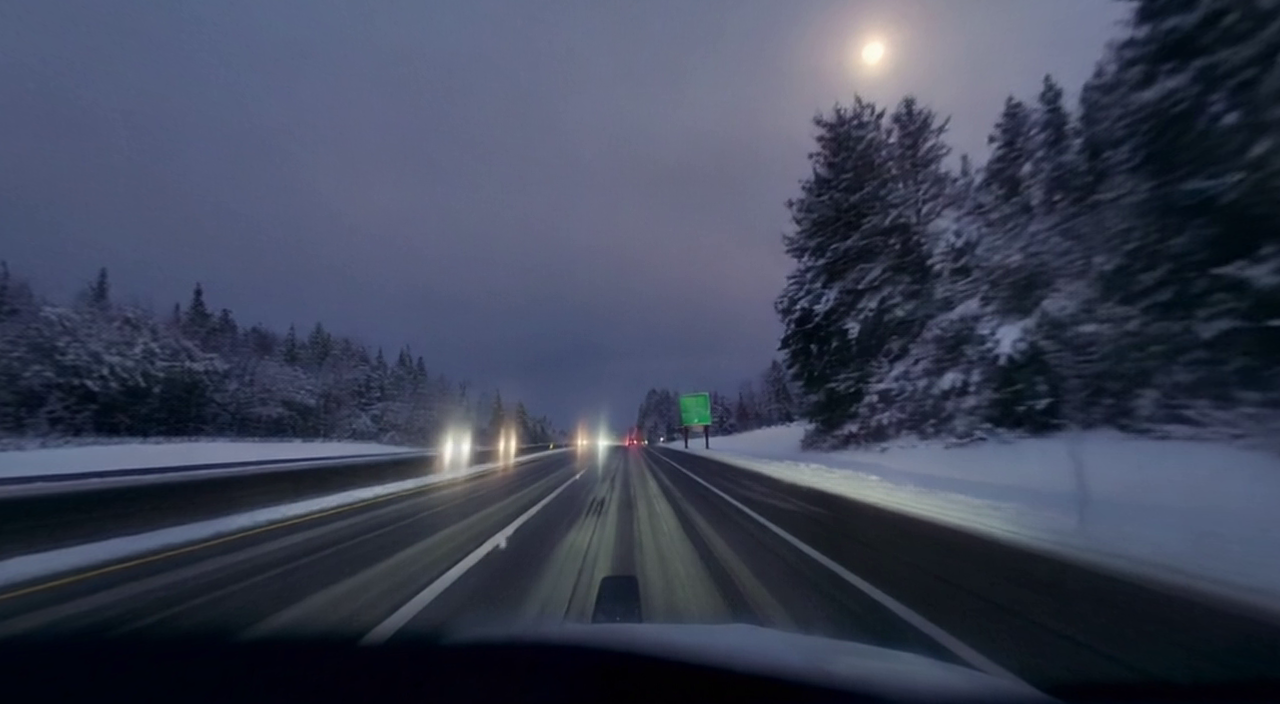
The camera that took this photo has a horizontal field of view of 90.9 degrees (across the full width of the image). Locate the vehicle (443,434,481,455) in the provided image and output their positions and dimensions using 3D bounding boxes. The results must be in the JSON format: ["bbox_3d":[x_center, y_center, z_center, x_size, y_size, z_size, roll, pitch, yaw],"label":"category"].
[{"bbox_3d":[-13.924,7.221,49.514,1.837,1.574,4.094,0,-8,-1],"label":"vehicle"}]
